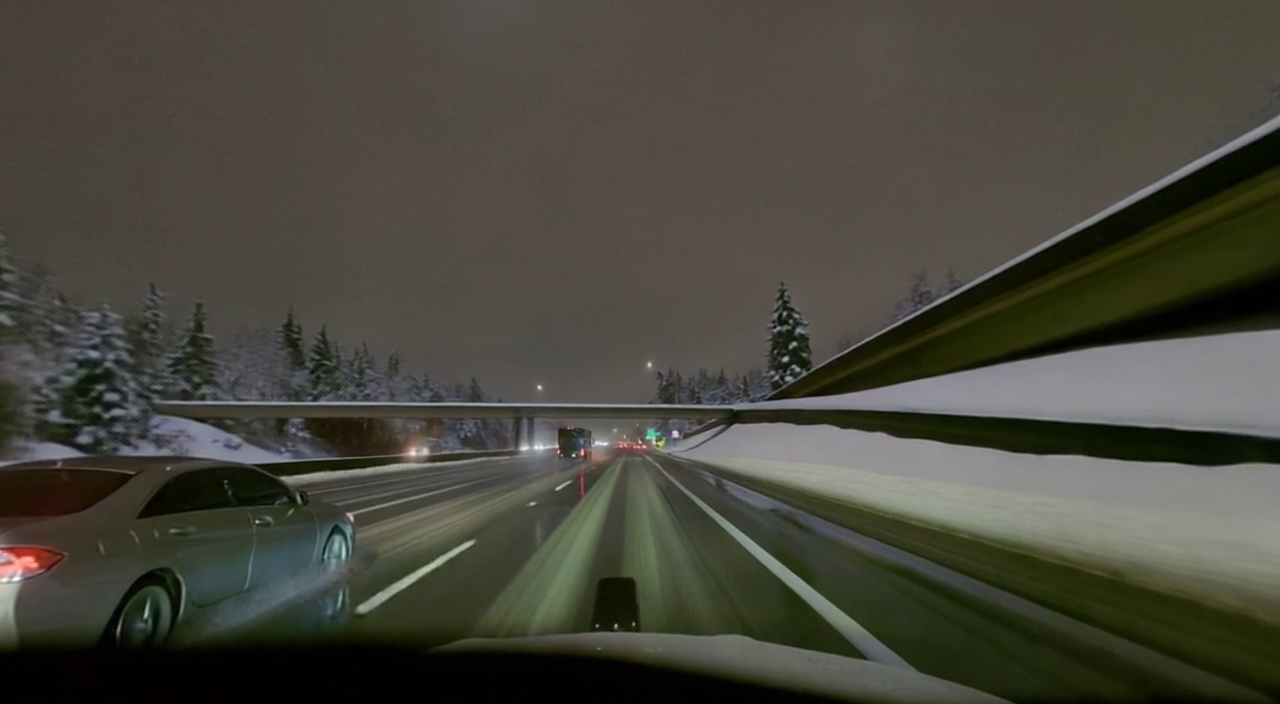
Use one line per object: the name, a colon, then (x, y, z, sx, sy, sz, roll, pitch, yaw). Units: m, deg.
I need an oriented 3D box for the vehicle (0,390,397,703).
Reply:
vehicle: (-3.826, 1.275, 4.939, 2.025, 1.556, 4.594, 0, -8, 0)

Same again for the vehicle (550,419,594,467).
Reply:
vehicle: (-4.410, 6.078, 42.139, 2.364, 2.953, 6.732, 0, -8, -1)
